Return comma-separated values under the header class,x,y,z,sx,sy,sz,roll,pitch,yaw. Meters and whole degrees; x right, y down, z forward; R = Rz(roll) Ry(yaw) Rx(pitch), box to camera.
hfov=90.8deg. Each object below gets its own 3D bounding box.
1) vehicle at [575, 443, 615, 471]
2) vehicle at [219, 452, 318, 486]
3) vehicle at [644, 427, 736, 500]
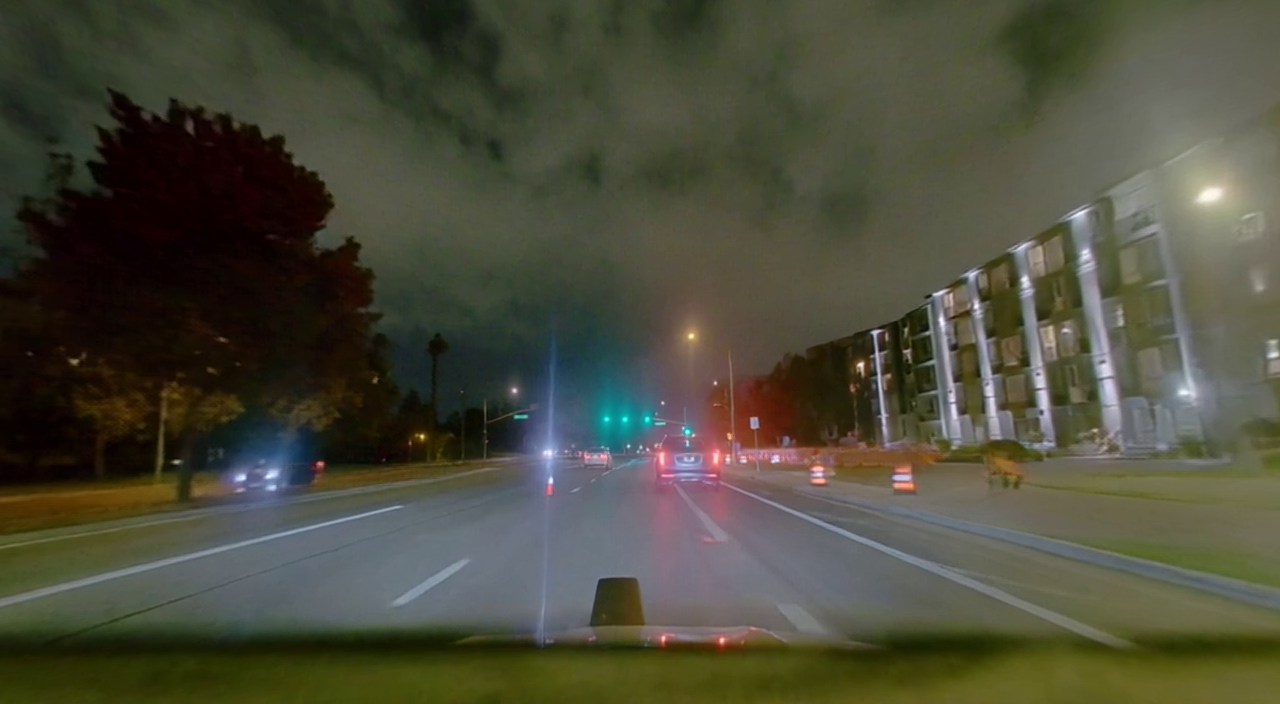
class,x,y,z,sx,sy,sz,roll,pitch,yaw
vehicle,-2.793,6.585,39.889,2.121,1.654,3.993,0,-8,1
vehicle,-18.001,5.661,30.917,1.883,1.494,4.795,0,-8,1
vehicle,1.269,3.142,18.167,2.197,1.835,4.316,0,-8,-1
